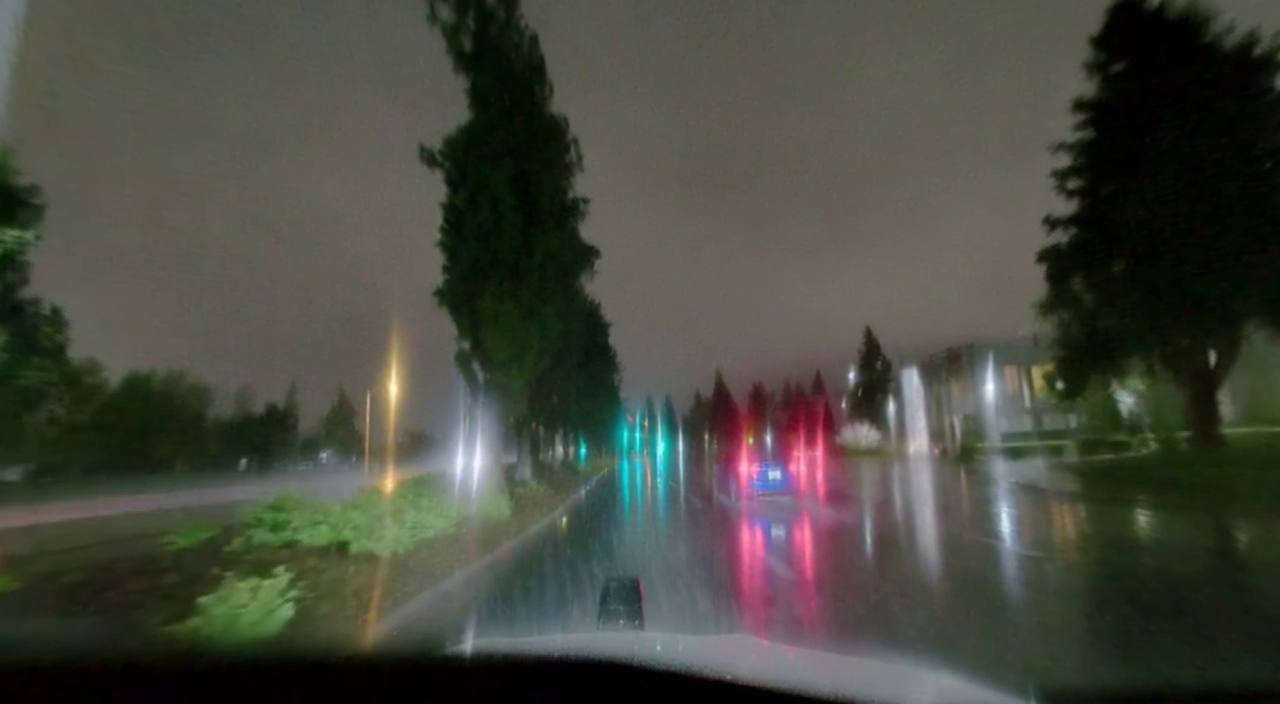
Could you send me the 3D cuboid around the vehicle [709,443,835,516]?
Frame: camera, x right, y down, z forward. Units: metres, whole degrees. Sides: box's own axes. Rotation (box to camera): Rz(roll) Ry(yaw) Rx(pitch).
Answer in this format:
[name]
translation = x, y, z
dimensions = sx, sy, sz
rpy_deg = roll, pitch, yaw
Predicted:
[vehicle]
translation = 2.931, 2.949, 15.077
dimensions = 1.950, 1.473, 4.259
rpy_deg = 0, -9, -2
